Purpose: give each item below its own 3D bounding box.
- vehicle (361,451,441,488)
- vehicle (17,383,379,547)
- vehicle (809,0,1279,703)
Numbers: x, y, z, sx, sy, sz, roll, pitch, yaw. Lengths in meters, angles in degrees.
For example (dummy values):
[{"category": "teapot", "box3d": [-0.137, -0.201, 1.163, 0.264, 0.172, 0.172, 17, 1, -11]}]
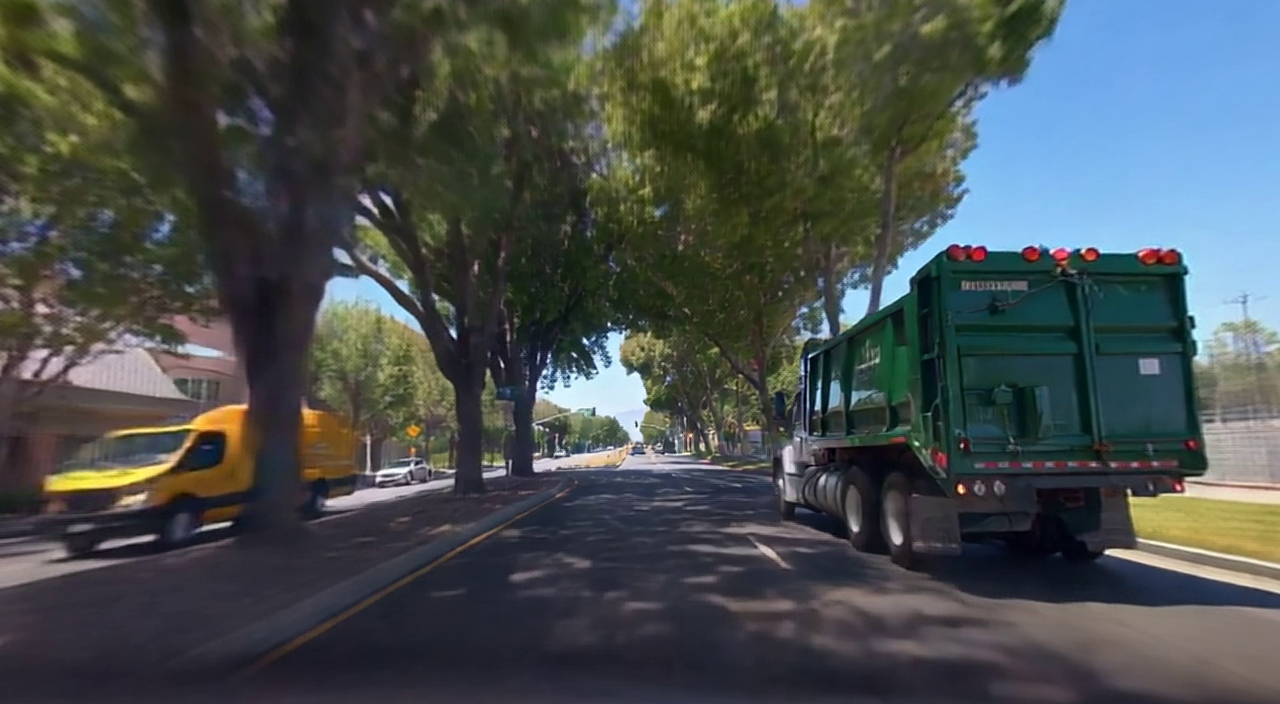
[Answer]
[{"category": "vehicle", "box3d": [-13.830, 6.791, 37.022, 2.290, 1.943, 5.833, -1, -9, 1]}, {"category": "vehicle", "box3d": [-10.258, 2.829, 16.649, 3.257, 3.085, 9.164, 0, -9, -3]}, {"category": "vehicle", "box3d": [3.976, 0.243, 4.187, 2.731, 3.407, 10.262, 0, -9, -1]}]
